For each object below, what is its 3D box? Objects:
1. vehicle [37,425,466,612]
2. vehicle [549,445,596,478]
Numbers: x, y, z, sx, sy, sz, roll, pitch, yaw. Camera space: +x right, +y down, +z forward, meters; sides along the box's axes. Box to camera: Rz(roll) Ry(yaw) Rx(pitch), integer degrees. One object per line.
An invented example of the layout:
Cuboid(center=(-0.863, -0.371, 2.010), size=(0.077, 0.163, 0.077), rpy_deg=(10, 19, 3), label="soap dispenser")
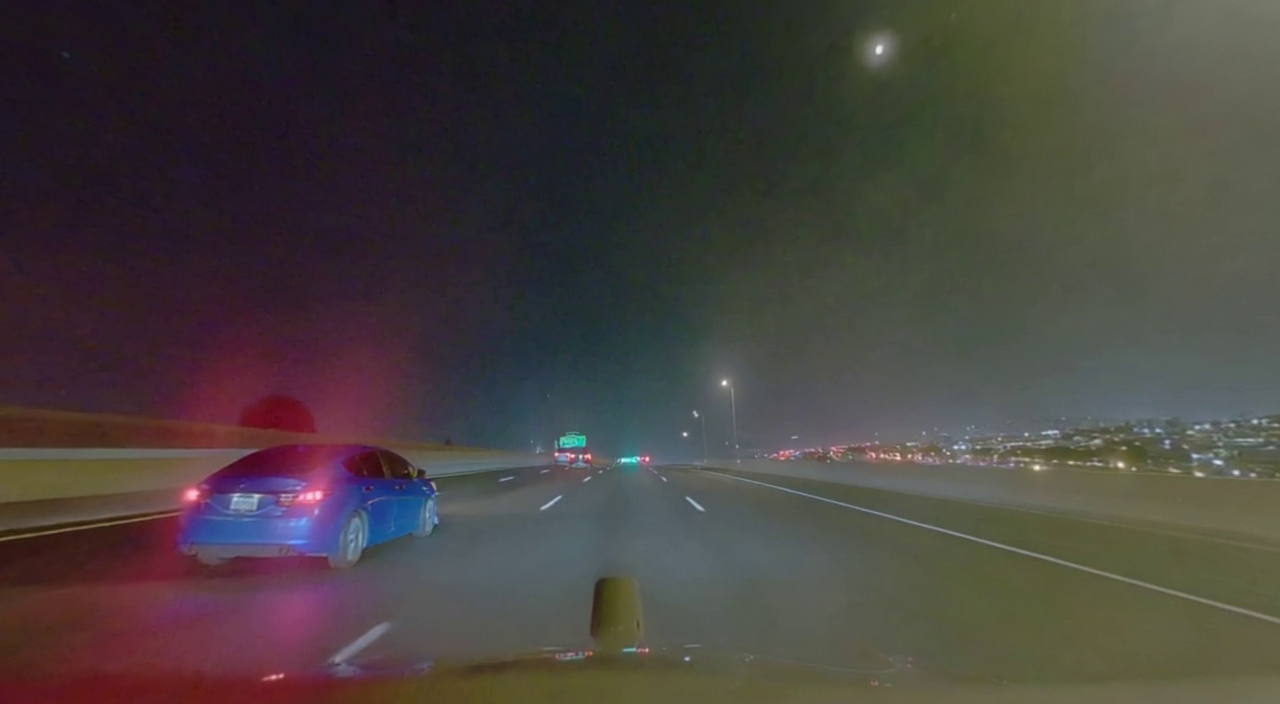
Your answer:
Cuboid(center=(-3.744, 1.683, 7.360), size=(2.114, 1.480, 4.473), rpy_deg=(0, -9, 0), label="vehicle")
Cuboid(center=(-3.595, 5.948, 34.573), size=(2.075, 1.702, 4.257), rpy_deg=(0, -9, 0), label="vehicle")
